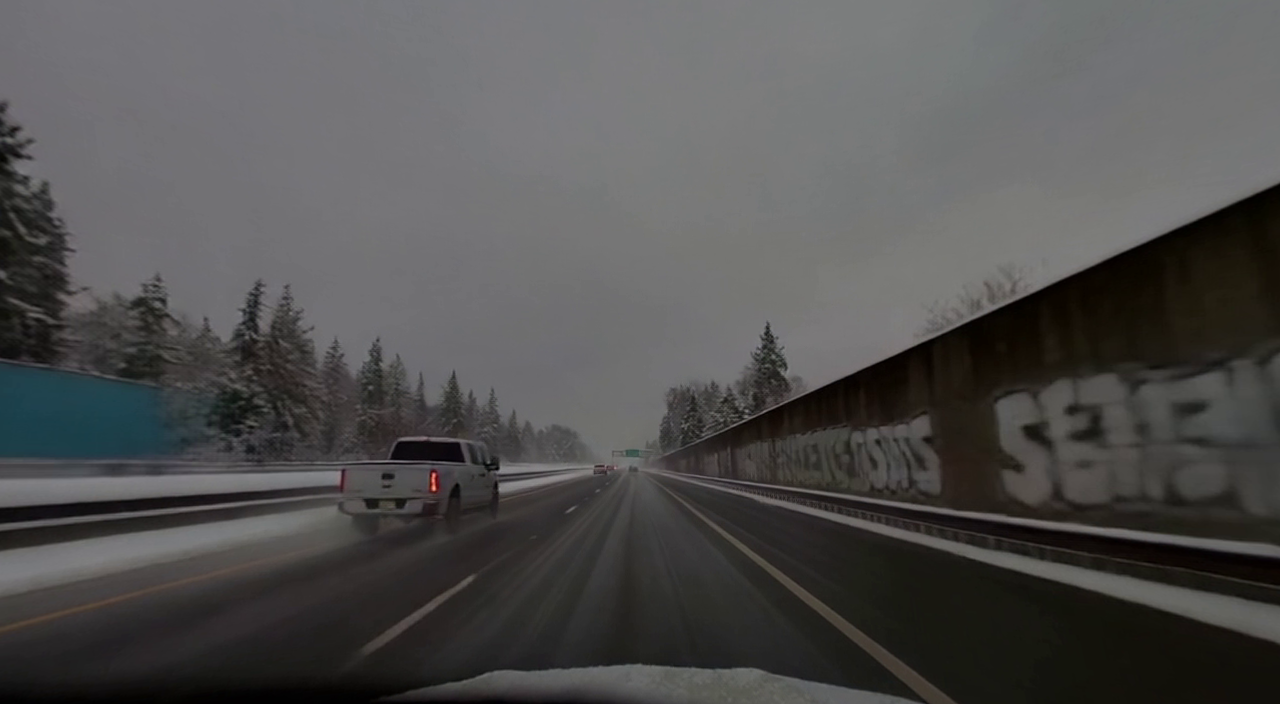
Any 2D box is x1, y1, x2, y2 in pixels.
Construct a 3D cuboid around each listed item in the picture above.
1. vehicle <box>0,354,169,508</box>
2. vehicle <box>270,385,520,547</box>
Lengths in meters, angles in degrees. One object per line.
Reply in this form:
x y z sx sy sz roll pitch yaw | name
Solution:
-17.634 1.844 15.194 2.927 3.827 12.466 1 -11 -1 | vehicle
-4.306 2.285 12.696 2.597 2.434 6.020 1 -10 0 | vehicle
